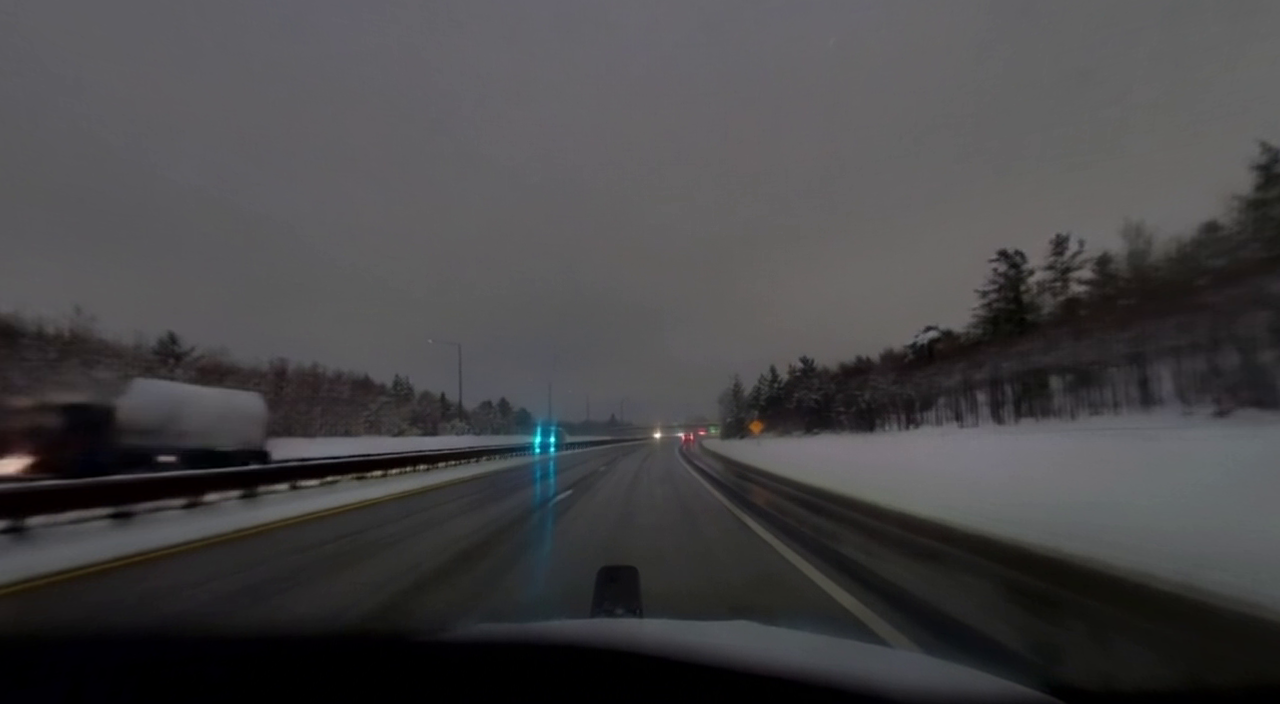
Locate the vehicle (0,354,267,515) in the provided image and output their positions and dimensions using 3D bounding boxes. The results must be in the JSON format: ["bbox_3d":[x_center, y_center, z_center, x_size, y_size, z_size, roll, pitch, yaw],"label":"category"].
[{"bbox_3d":[-15.377,2.483,18.724,2.791,3.613,8.984,0,-8,1],"label":"vehicle"}]
